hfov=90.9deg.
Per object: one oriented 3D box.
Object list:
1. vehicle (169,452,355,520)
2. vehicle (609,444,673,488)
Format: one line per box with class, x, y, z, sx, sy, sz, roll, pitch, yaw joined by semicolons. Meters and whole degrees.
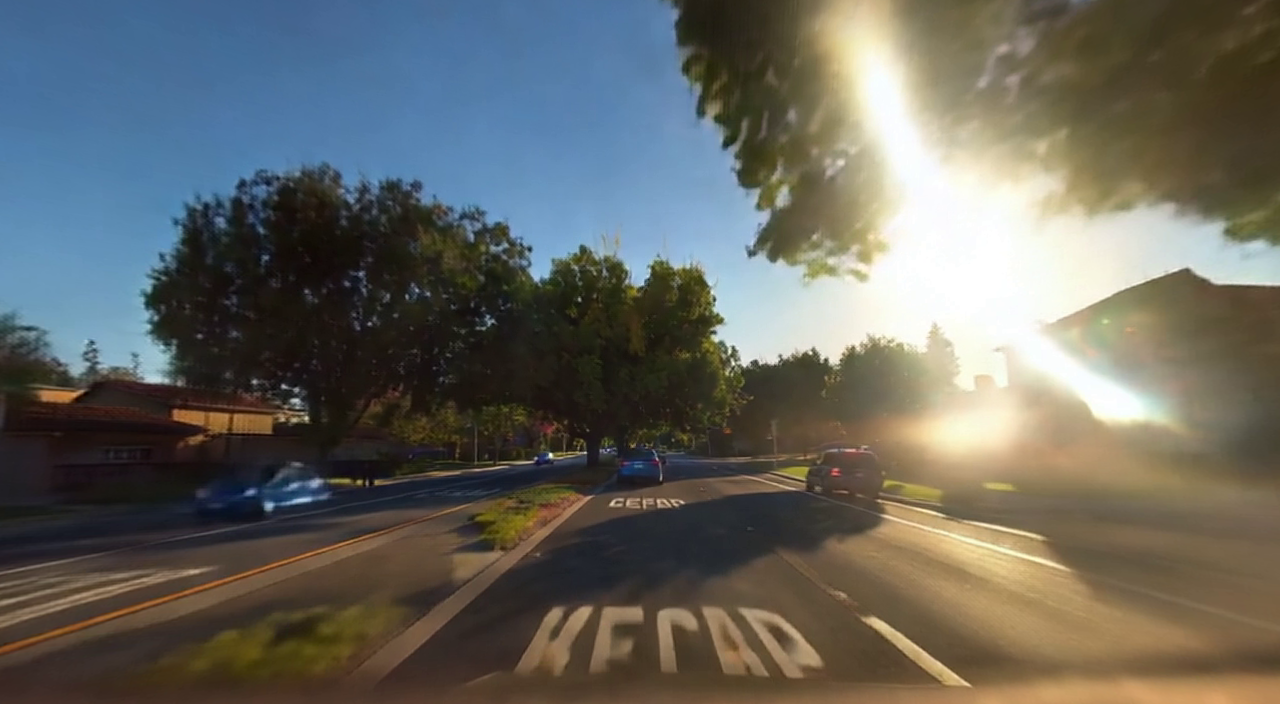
vehicle;-9.532;3.381;16.456;2.030;1.468;4.469;-1;-9;1
vehicle;0.030;4.221;23.737;2.158;1.469;4.909;0;-9;0
